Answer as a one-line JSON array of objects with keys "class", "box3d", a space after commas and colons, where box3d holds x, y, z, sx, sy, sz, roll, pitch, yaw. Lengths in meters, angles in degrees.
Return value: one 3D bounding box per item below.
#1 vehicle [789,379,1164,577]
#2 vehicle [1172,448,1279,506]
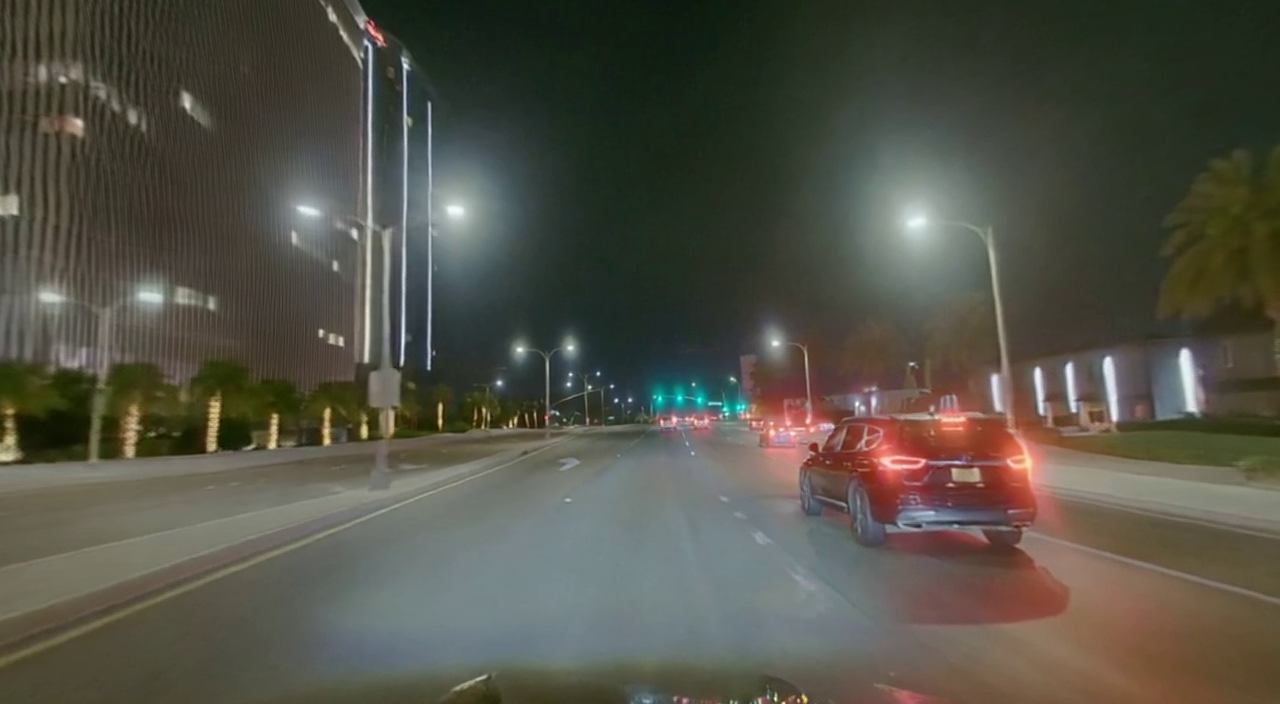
[{"class": "vehicle", "box3d": [3.642, 1.498, 8.195, 2.219, 1.795, 4.718, 0, -9, 0]}, {"class": "vehicle", "box3d": [17.086, 3.285, 16.838, 1.869, 1.438, 4.366, 0, -9, -2]}]
